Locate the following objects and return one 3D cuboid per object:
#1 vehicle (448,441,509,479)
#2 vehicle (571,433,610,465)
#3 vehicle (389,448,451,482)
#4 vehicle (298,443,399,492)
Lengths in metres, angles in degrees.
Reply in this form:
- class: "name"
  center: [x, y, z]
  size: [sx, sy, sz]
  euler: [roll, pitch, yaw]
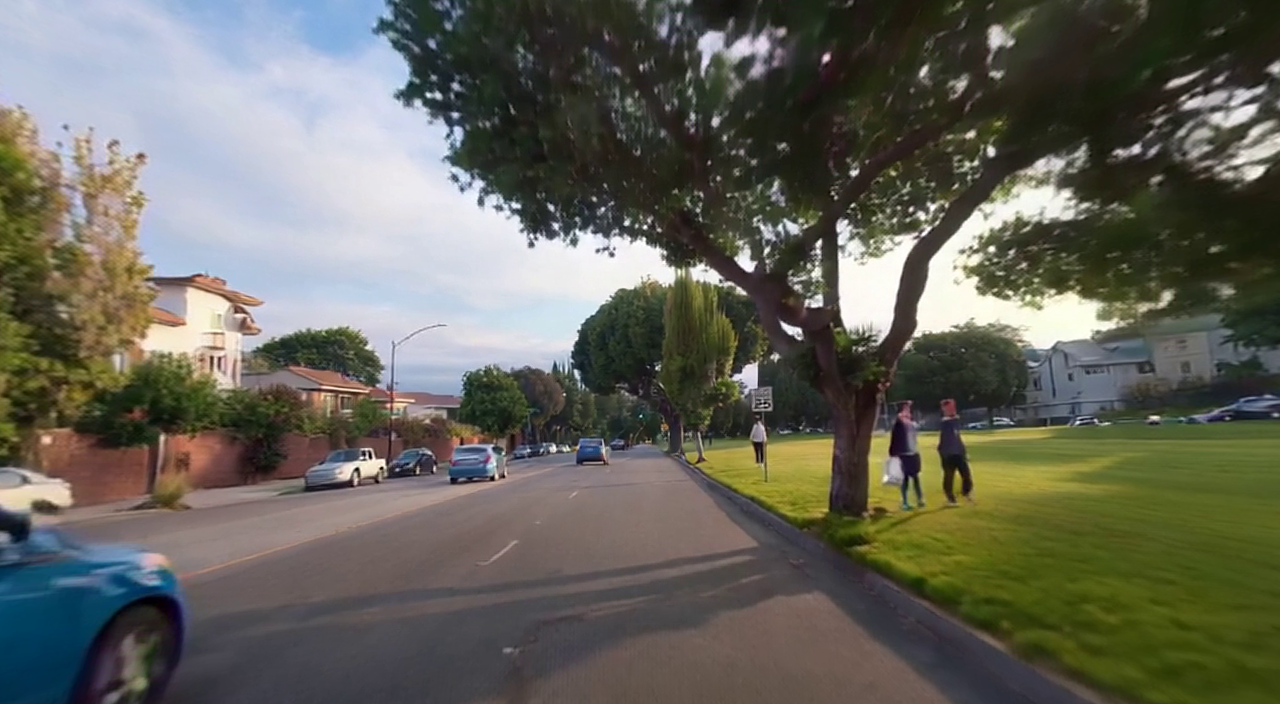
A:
- class: "vehicle"
  center: [-8.884, 5.946, 34.934]
  size: [2.019, 1.907, 4.697]
  euler: [0, -8, 1]
- class: "vehicle"
  center: [-2.939, 5.825, 37.842]
  size: [1.908, 1.809, 4.230]
  euler: [0, -8, 1]
- class: "vehicle"
  center: [-12.101, 6.207, 34.870]
  size: [1.910, 1.462, 4.581]
  euler: [-3, -7, -2]
- class: "vehicle"
  center: [-12.042, 4.753, 26.377]
  size: [1.904, 1.728, 4.997]
  euler: [2, -8, -1]
